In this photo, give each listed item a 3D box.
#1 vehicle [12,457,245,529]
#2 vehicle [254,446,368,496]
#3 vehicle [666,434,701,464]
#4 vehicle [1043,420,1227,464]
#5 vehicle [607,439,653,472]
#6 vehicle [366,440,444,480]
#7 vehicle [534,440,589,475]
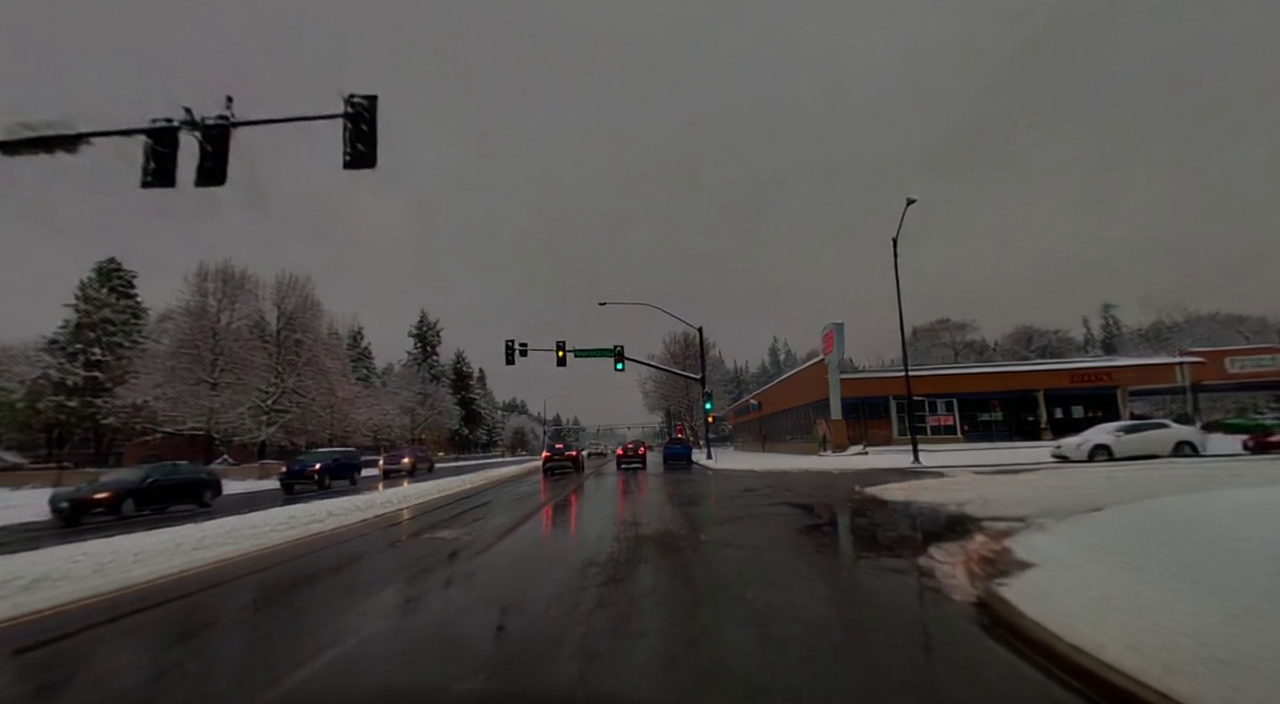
[{"bbox_3d":[-12.574,3.438,16.051,1.909,1.462,4.608,-1,-9,3],"label":"vehicle"},{"bbox_3d":[-12.575,4.532,24.550,1.986,1.712,4.399,0,-8,1],"label":"vehicle"},{"bbox_3d":[2.813,6.441,41.904,2.175,1.850,5.118,0,-8,2],"label":"vehicle"},{"bbox_3d":[17.222,3.170,22.216,4.517,1.455,2.233,-1,-9,3],"label":"vehicle"},{"bbox_3d":[-0.452,4.937,30.253,2.085,1.475,3.976,0,-8,0],"label":"vehicle"},{"bbox_3d":[-12.424,5.733,33.808,2.260,1.921,4.902,0,-8,0],"label":"vehicle"},{"bbox_3d":[-3.498,4.786,28.866,1.921,1.477,4.083,0,-8,1],"label":"vehicle"}]
